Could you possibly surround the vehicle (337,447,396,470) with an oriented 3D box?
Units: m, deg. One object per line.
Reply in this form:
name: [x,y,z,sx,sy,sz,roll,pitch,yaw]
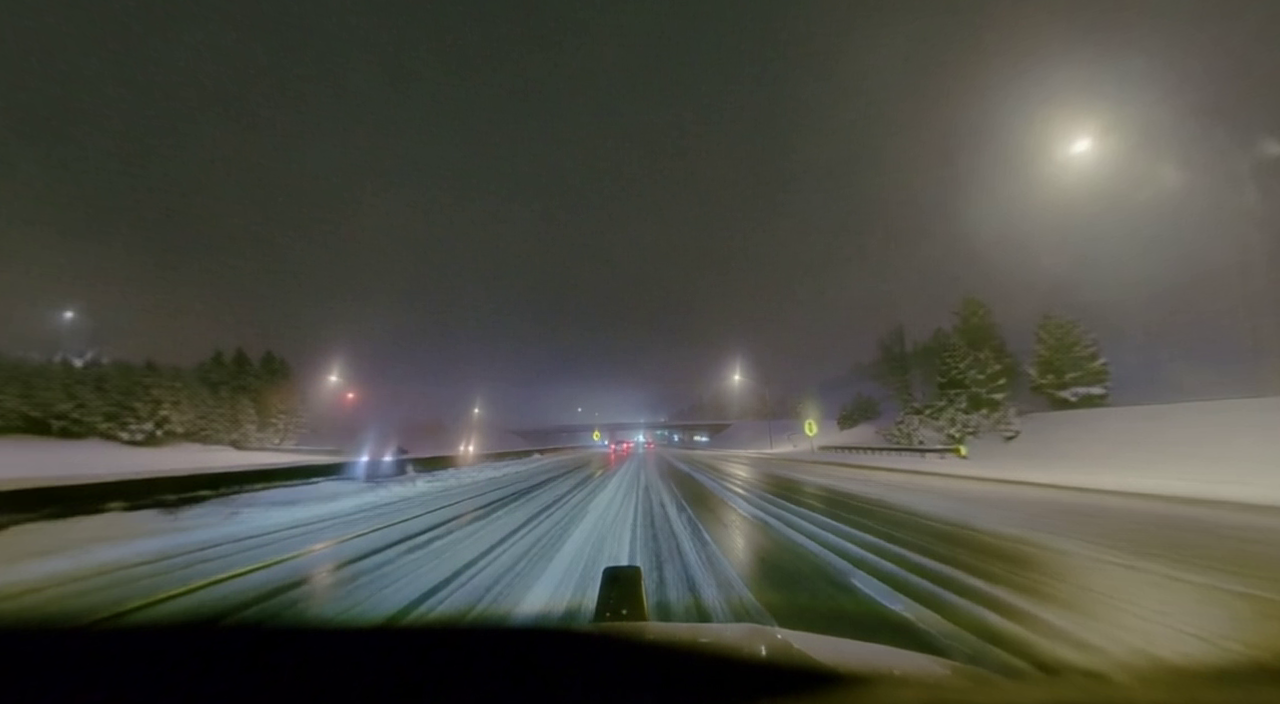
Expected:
vehicle: [-18.085,7.036,41.919,1.933,1.467,4.408,0,-9,0]
